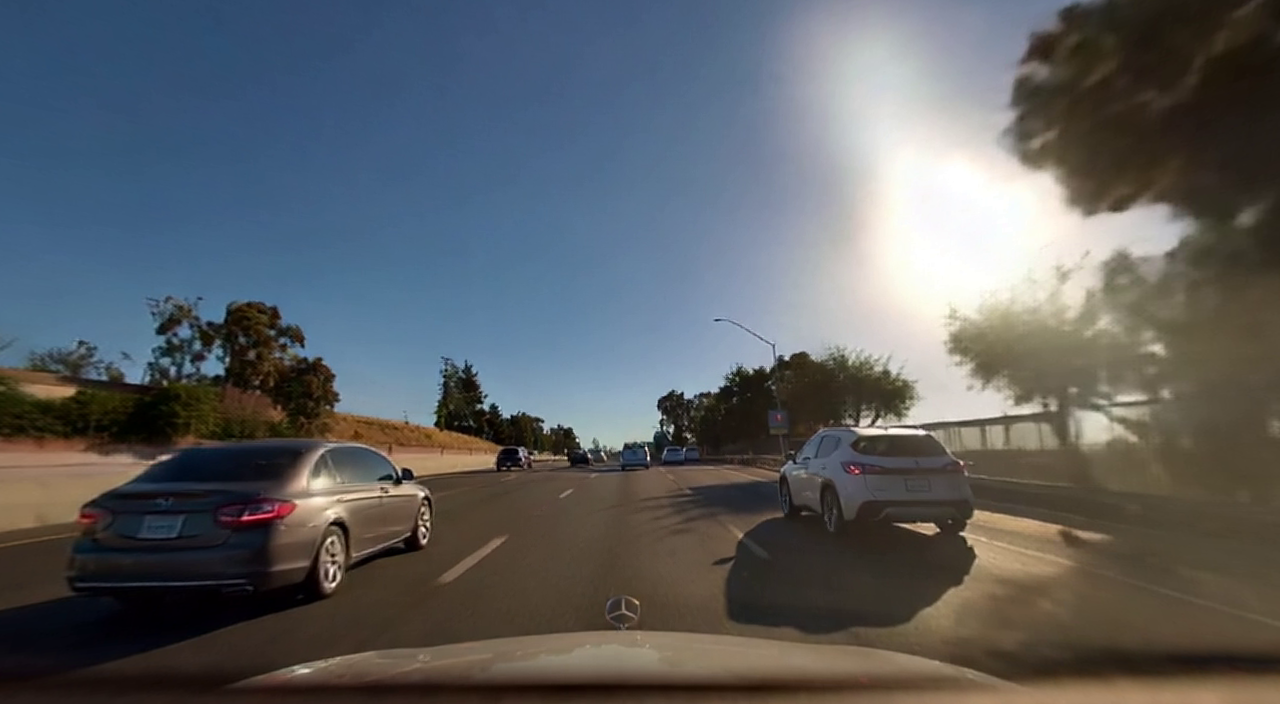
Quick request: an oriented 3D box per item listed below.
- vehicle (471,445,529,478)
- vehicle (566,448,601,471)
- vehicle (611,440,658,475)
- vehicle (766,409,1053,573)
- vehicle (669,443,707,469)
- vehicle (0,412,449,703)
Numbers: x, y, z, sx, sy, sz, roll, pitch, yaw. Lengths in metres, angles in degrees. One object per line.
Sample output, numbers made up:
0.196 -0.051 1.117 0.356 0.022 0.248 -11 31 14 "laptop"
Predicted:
-7.014 5.523 32.117 1.980 1.519 4.147 0 -8 1 "vehicle"
-3.781 7.299 43.232 1.968 1.473 4.209 0 -8 1 "vehicle"
-0.317 5.787 34.970 2.408 1.748 4.217 0 -8 -1 "vehicle"
3.330 1.807 9.058 2.029 1.716 4.545 0 -8 -1 "vehicle"
3.302 7.275 44.546 2.320 1.735 4.408 0 -8 0 "vehicle"
-3.454 1.395 5.386 2.130 1.514 4.766 0 -8 0 "vehicle"
